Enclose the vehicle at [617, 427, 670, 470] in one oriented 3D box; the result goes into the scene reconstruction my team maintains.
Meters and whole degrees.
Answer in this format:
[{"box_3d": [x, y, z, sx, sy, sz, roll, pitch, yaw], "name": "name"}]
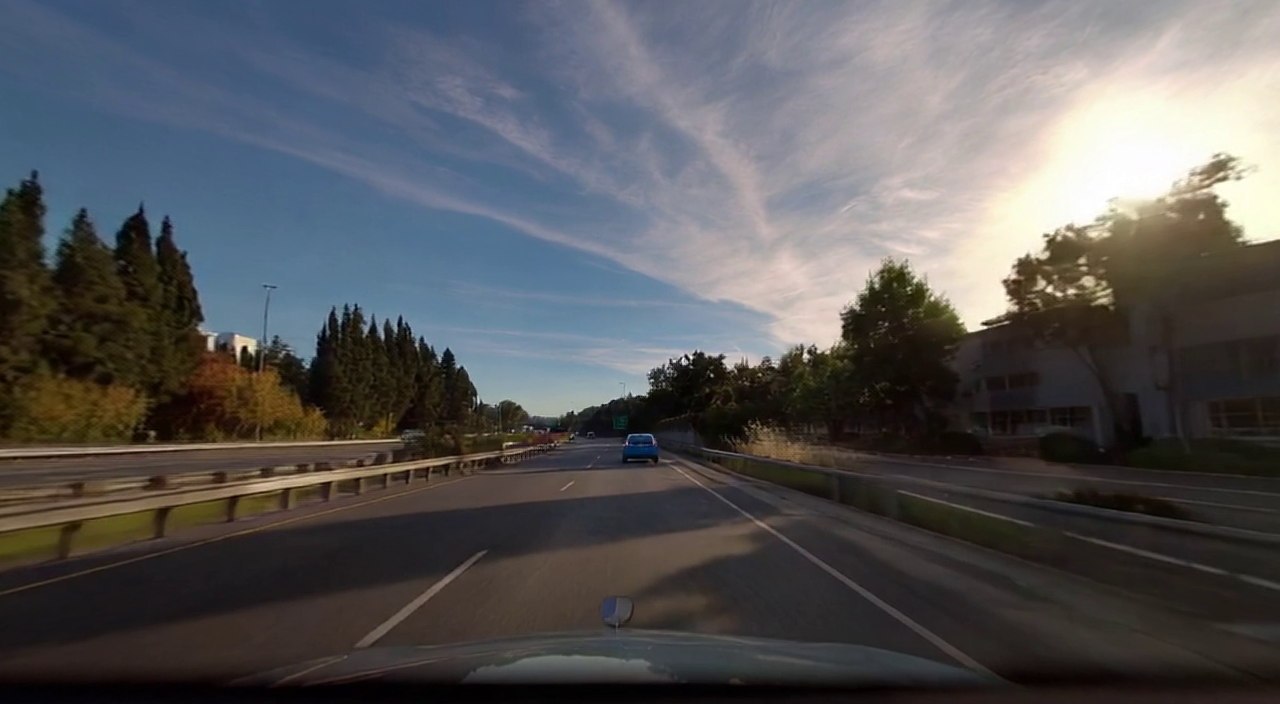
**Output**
[{"box_3d": [0.067, 3.982, 26.210, 2.020, 1.633, 3.942, 0, -8, -2], "name": "vehicle"}]
